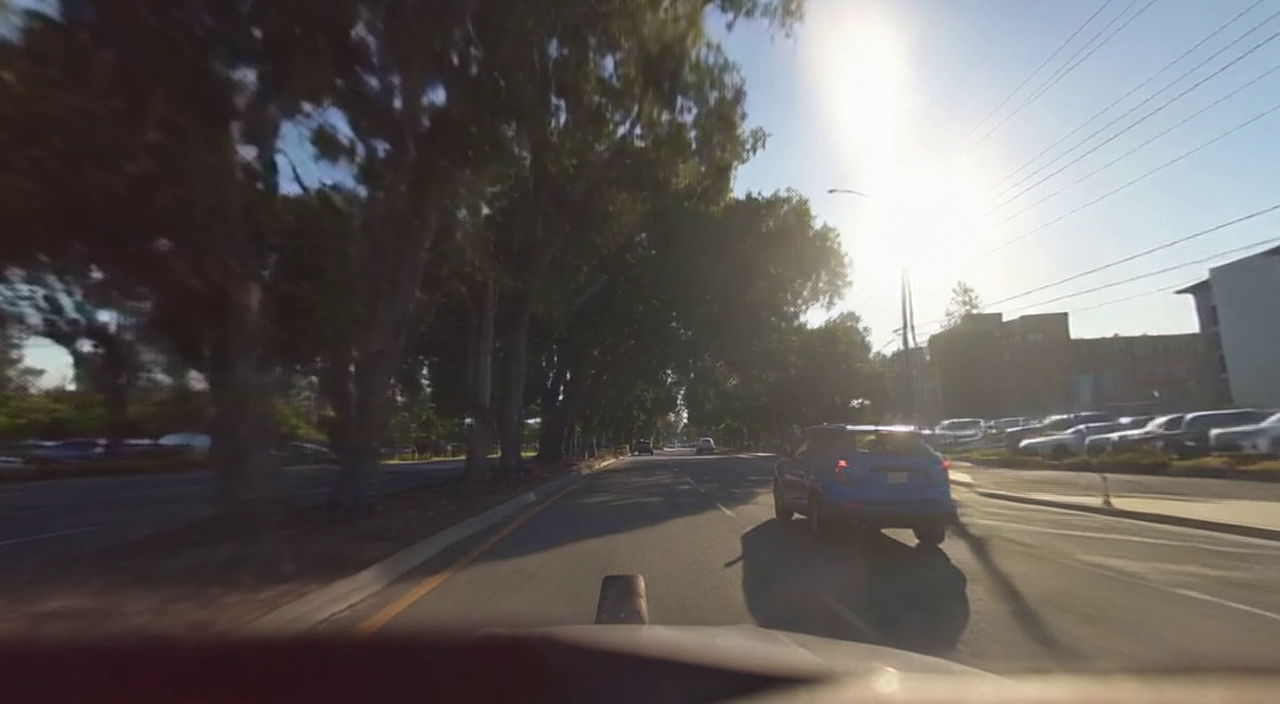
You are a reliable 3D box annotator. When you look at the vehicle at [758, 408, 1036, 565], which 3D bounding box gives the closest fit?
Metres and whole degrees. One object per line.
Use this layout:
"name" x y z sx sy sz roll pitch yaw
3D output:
"vehicle" 3.158 1.748 8.960 2.060 1.665 4.284 0 -8 -1
